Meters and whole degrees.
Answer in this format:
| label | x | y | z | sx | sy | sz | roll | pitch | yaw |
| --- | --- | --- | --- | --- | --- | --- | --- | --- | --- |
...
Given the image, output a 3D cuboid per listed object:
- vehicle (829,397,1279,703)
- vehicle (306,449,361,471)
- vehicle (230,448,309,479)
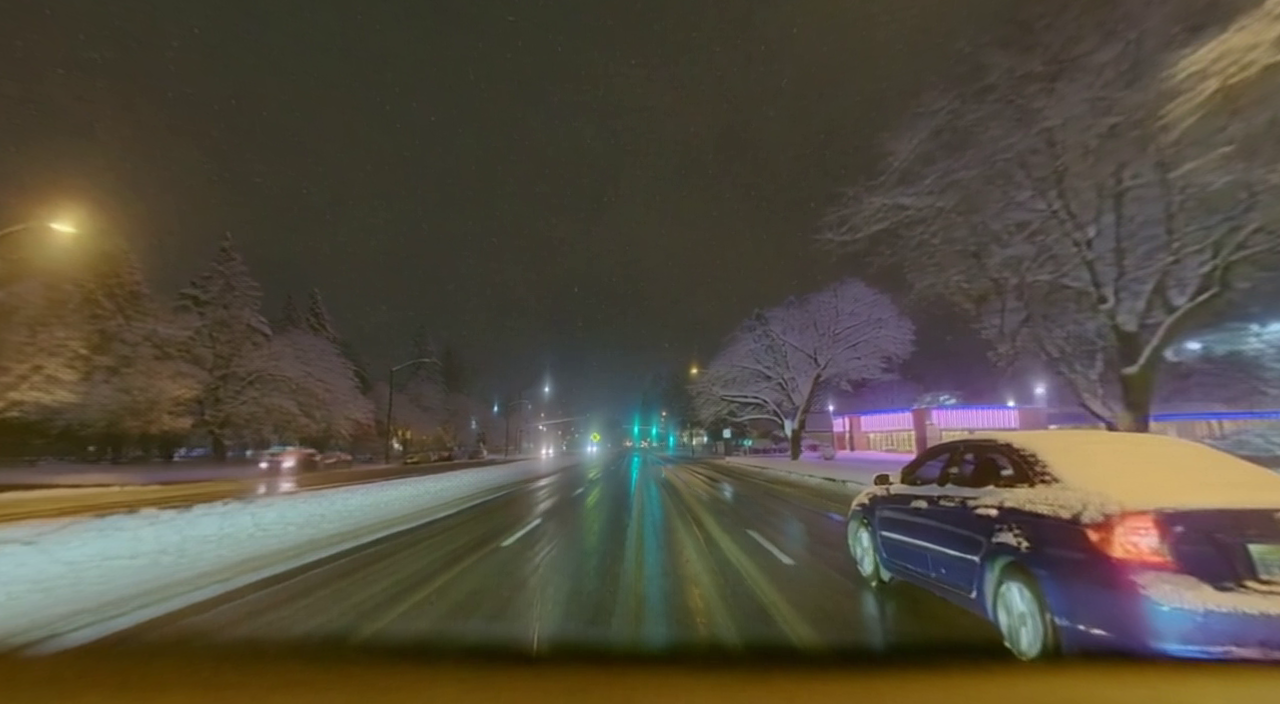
| label | x | y | z | sx | sy | sz | roll | pitch | yaw |
| --- | --- | --- | --- | --- | --- | --- | --- | --- | --- |
| vehicle | 3.070 | 1.215 | 4.480 | 2.004 | 1.470 | 4.544 | 0 | -8 | 0 |
| vehicle | -22.555 | 7.938 | 46.619 | 1.784 | 1.438 | 4.471 | 0 | -8 | 0 |
| vehicle | -19.349 | 5.823 | 33.153 | 1.761 | 1.488 | 3.822 | -1 | -8 | 1 |
